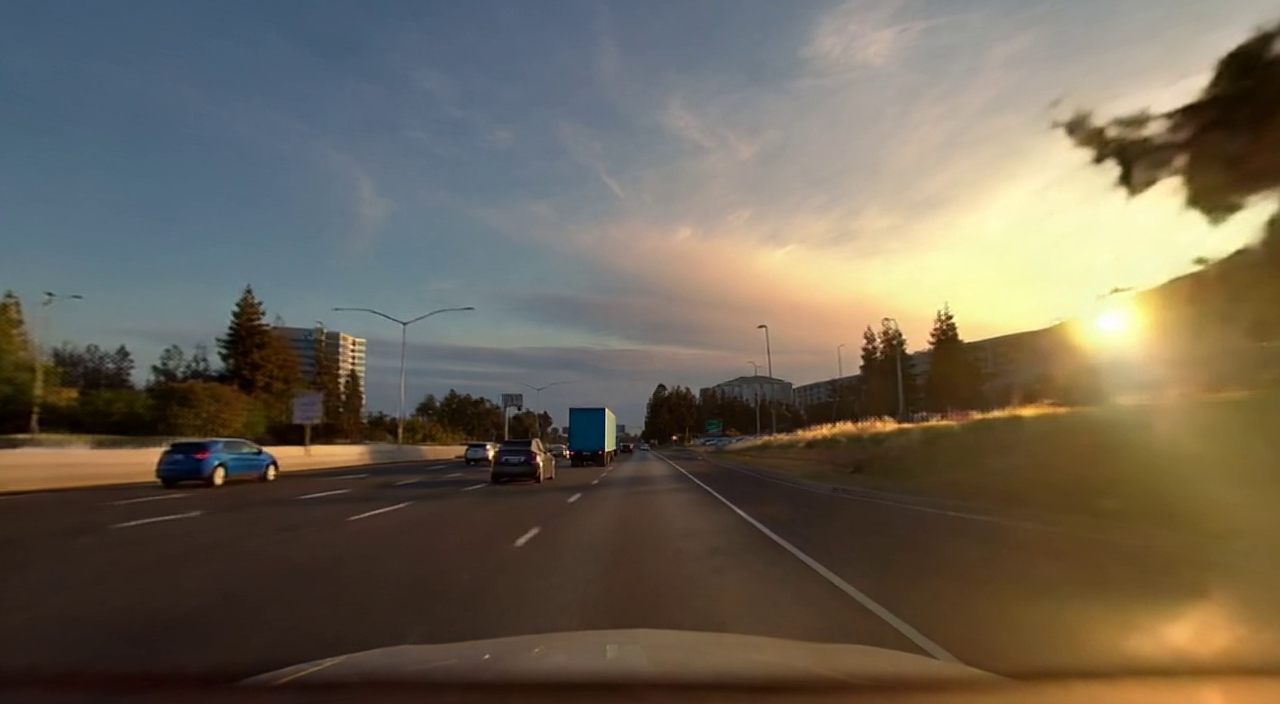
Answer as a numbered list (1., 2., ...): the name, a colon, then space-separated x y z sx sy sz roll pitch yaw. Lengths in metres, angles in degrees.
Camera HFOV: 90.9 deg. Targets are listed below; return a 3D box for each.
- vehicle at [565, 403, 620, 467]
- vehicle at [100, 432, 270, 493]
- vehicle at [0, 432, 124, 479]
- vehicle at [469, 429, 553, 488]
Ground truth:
1. vehicle: -3.251 6.257 46.767 2.905 4.037 12.921 0 -8 1
2. vehicle: -14.266 3.463 20.191 1.997 1.695 4.492 0 -8 1
3. vehicle: -21.687 3.718 22.912 1.892 1.510 4.565 0 -8 1
4. vehicle: -4.418 3.717 22.292 2.058 1.840 4.443 0 -8 0
